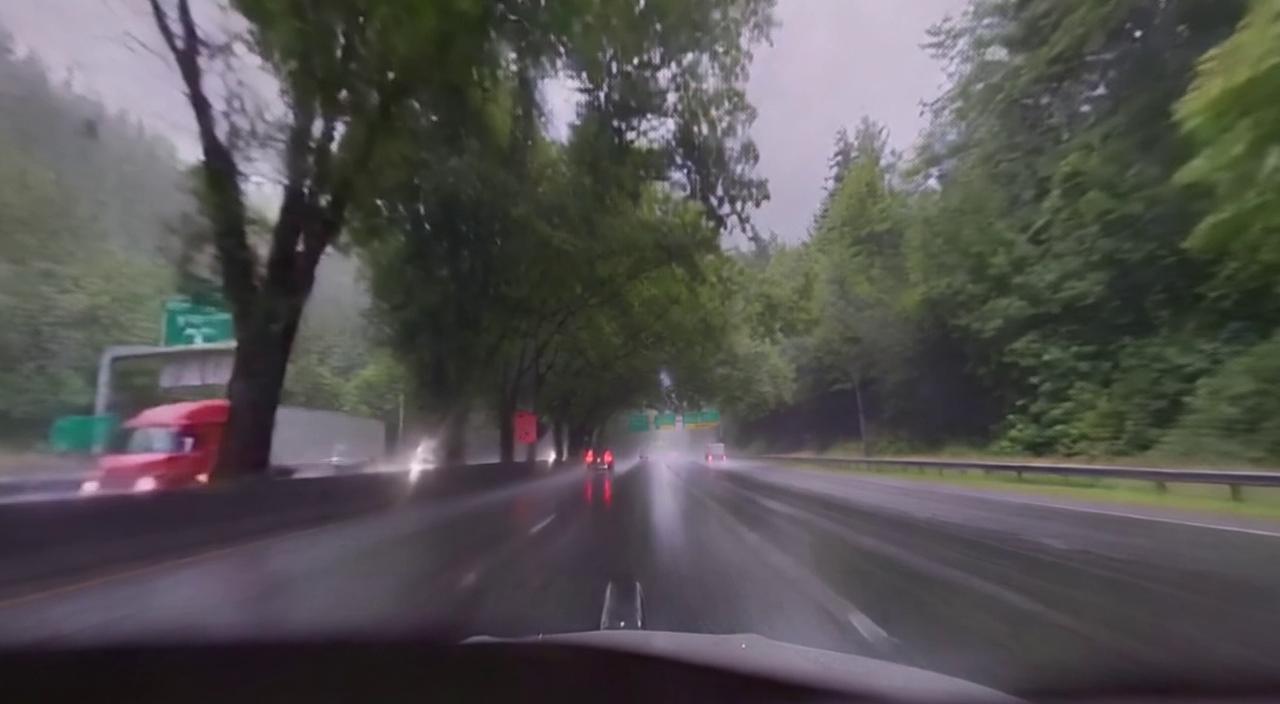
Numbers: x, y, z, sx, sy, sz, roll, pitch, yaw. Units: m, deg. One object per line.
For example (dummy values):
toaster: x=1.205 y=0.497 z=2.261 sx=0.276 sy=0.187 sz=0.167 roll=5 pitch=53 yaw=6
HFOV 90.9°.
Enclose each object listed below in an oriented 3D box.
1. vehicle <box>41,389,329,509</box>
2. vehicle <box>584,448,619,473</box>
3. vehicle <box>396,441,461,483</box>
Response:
vehicle: x=-18.193 y=4.158 z=27.144 sx=3.189 sy=3.995 sz=12.063 roll=0 pitch=-9 yaw=1
vehicle: x=-2.662 y=7.656 z=44.721 sx=2.086 sy=1.650 sz=4.122 roll=0 pitch=-9 yaw=2
vehicle: x=-13.984 y=7.304 z=42.127 sx=2.331 sy=2.554 sz=5.554 roll=0 pitch=-9 yaw=1
